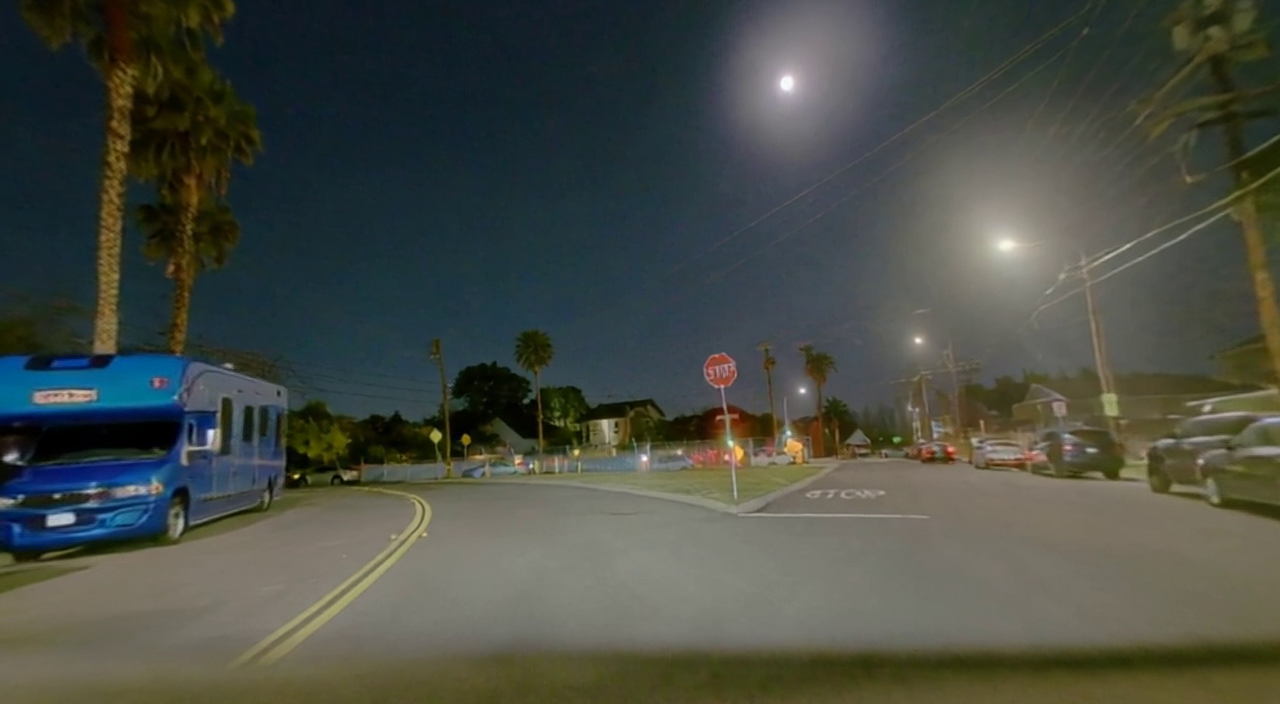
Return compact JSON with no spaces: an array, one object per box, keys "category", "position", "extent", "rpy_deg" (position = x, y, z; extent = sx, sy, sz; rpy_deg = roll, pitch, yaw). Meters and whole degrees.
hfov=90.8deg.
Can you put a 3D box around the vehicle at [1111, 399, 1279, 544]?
[{"category":"vehicle","position":[10.539,1.784,10.606],"extent":[2.508,1.887,5.930],"rpy_deg":[-3,-6,20]}]

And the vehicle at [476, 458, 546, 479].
[{"category":"vehicle","position":[-9.563,8.695,47.049],"extent":[4.966,1.377,1.739],"rpy_deg":[1,-7,-7]}]

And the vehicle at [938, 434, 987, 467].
[{"category":"vehicle","position":[21.545,6.538,42.400],"extent":[1.974,1.894,4.810],"rpy_deg":[-3,-6,17]}]

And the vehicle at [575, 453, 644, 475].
[{"category":"vehicle","position":[-2.325,8.565,48.582],"extent":[4.952,1.472,1.837],"rpy_deg":[2,-7,-20]}]

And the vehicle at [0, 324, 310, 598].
[{"category":"vehicle","position":[-10.145,2.053,14.153],"extent":[3.216,3.720,11.364],"rpy_deg":[1,-6,-20]}]

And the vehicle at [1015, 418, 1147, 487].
[{"category":"vehicle","position":[15.186,3.387,22.172],"extent":[2.451,2.076,4.928],"rpy_deg":[-3,-6,19]}]

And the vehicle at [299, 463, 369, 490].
[{"category":"vehicle","position":[-23.162,9.399,47.821],"extent":[4.586,1.784,1.890],"rpy_deg":[-2,-6,17]}]

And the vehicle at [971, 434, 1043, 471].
[{"category":"vehicle","position":[18.864,5.133,32.661],"extent":[2.016,1.687,4.272],"rpy_deg":[-2,-6,14]}]
